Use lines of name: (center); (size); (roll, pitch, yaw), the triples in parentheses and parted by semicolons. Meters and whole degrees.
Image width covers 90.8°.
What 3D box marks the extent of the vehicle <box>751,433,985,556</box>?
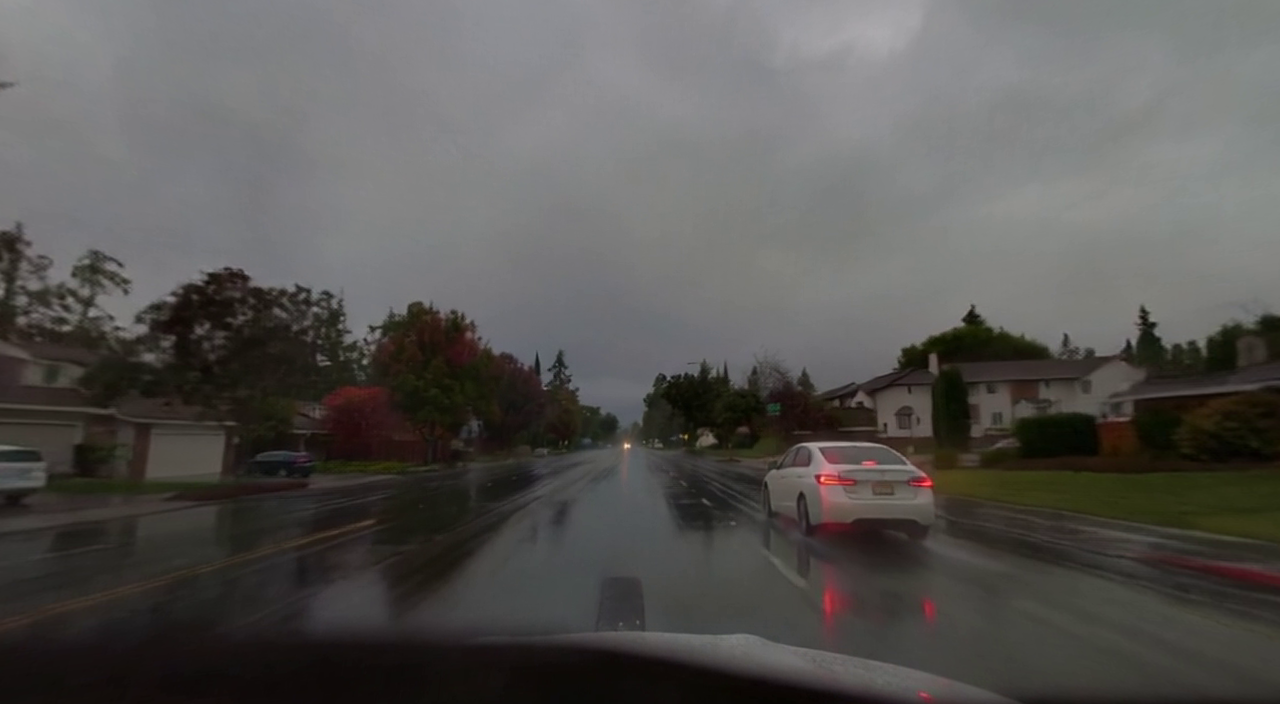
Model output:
vehicle: (3.182, 2.079, 9.939); (2.057, 1.493, 4.225); (0, -9, -1)

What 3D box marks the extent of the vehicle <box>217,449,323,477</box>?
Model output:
vehicle: (-20.566, 6.160, 35.254); (4.689, 1.466, 1.969); (0, -9, 0)
